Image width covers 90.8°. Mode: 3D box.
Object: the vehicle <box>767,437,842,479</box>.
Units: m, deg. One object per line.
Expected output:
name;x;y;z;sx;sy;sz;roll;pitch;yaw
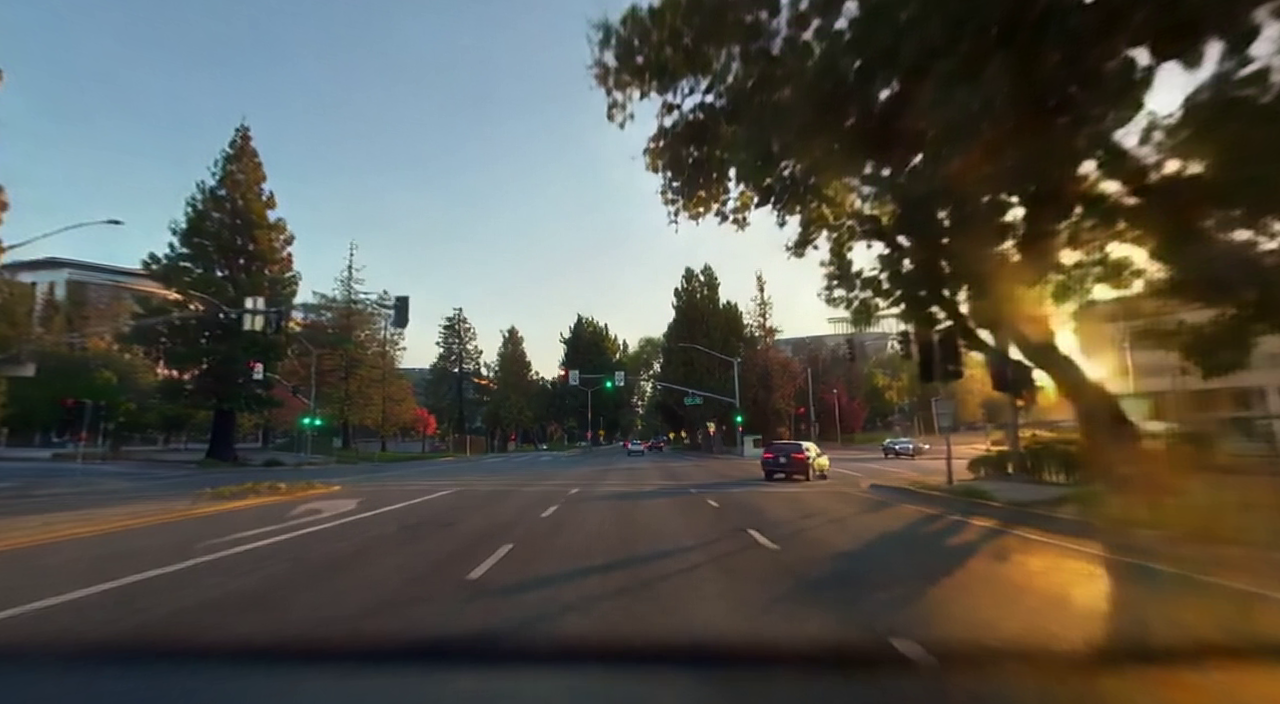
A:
vehicle;7.384;4.744;28.018;2.289;1.503;4.595;0;-10;26
